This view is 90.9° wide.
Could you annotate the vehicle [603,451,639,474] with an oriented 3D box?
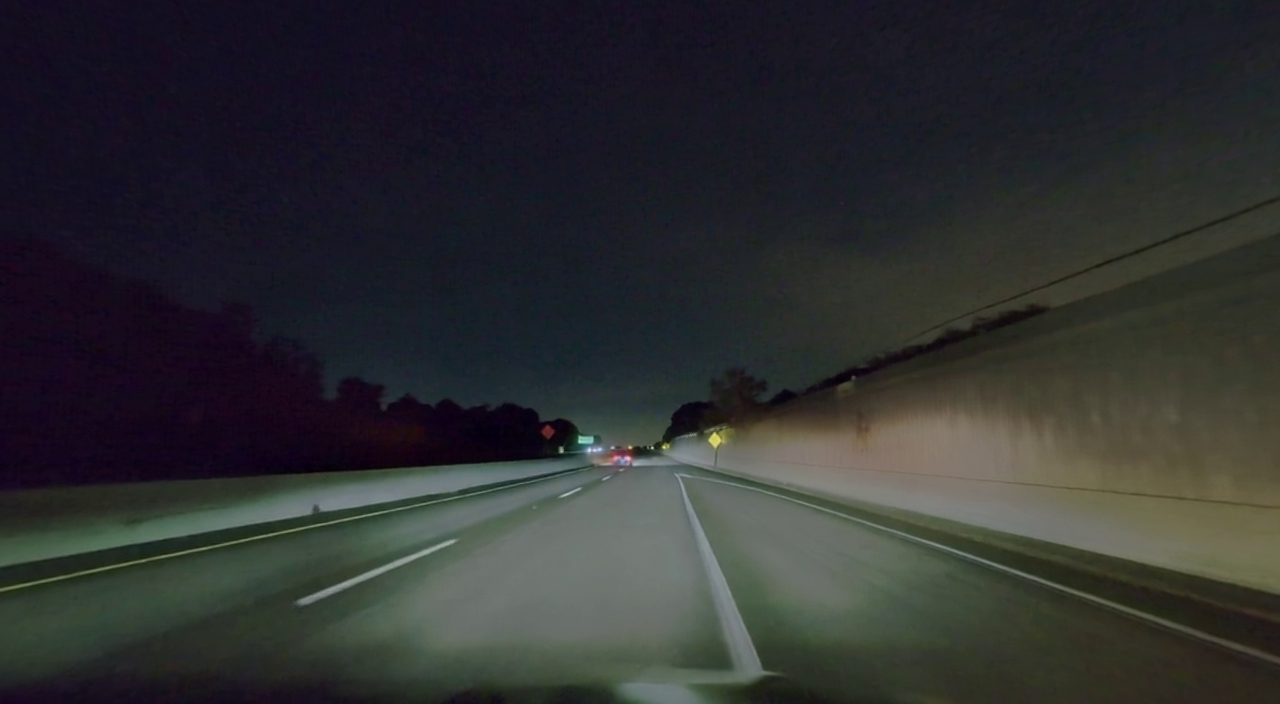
[{"bbox_3d":[-1.332,8.040,46.093,2.172,1.587,4.518,-1,-9,3],"label":"vehicle"}]
